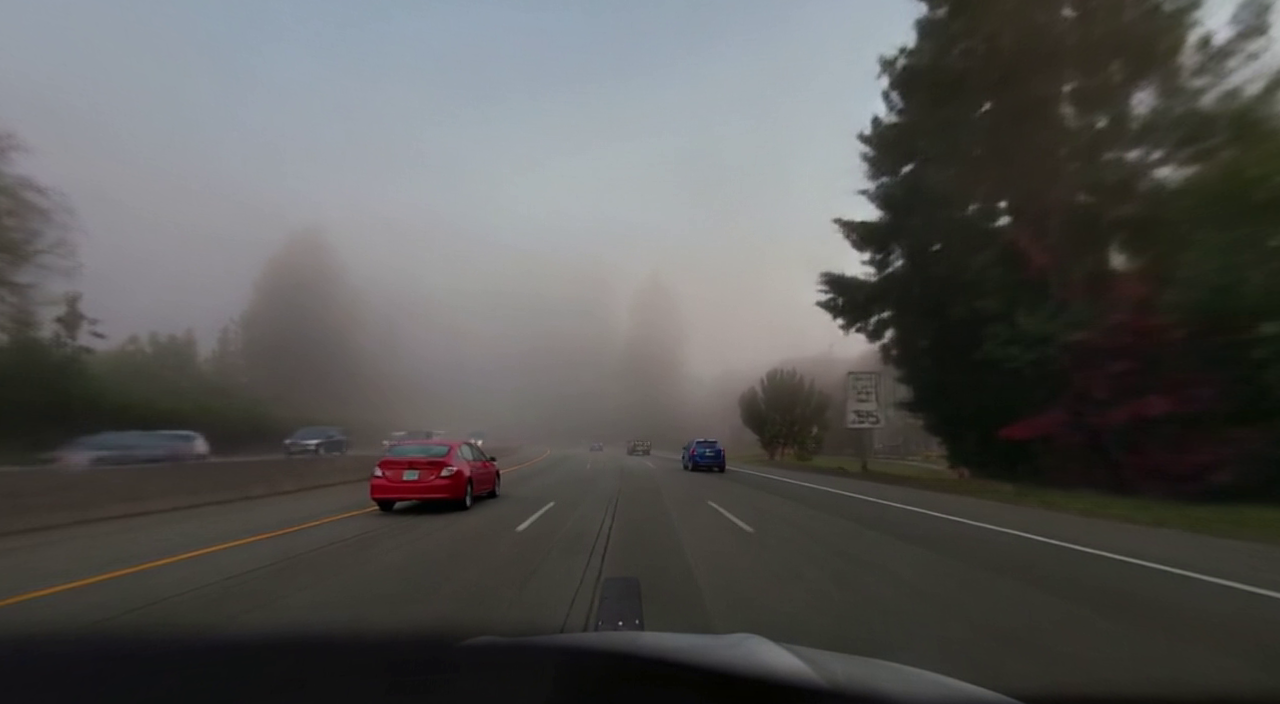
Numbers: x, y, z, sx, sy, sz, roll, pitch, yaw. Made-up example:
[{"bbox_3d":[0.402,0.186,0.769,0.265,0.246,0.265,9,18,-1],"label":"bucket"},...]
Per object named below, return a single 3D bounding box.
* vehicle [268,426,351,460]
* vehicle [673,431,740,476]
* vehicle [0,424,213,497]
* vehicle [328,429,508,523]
[{"bbox_3d":[-16.855,4.698,32.413,2.099,1.640,4.305,0,-9,-3],"label":"vehicle"},{"bbox_3d":[2.601,4.139,25.778,2.092,1.686,4.188,0,-9,-2],"label":"vehicle"},{"bbox_3d":[-12.465,2.531,14.946,1.912,1.473,3.910,0,-9,-1],"label":"vehicle"},{"bbox_3d":[-4.108,2.373,12.599,2.036,1.528,4.400,0,-9,-1],"label":"vehicle"}]
